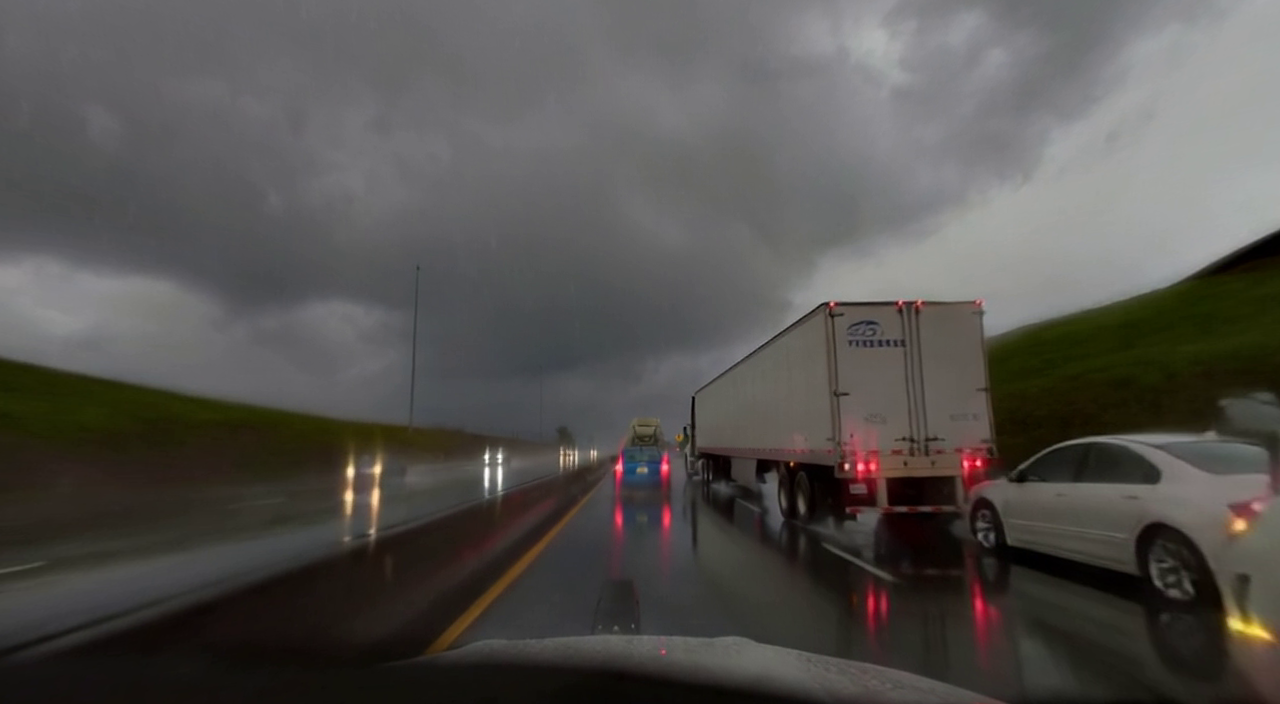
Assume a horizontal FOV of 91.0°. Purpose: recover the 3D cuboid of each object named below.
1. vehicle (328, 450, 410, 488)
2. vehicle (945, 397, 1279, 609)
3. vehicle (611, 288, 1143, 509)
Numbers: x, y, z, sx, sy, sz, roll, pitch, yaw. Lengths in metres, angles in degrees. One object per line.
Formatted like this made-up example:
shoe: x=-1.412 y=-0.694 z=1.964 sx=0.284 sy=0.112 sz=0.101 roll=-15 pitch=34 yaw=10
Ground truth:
vehicle: x=-11.848 y=5.124 z=27.825 sx=1.940 sy=1.495 sz=3.889 roll=-1 pitch=-8 yaw=-1
vehicle: x=5.511 y=1.318 z=6.051 sx=1.888 sy=1.591 sz=4.815 roll=1 pitch=-8 yaw=-14
vehicle: x=4.486 y=1.127 z=13.904 sx=9.908 sy=4.197 sz=3.235 roll=-1 pitch=-8 yaw=4
